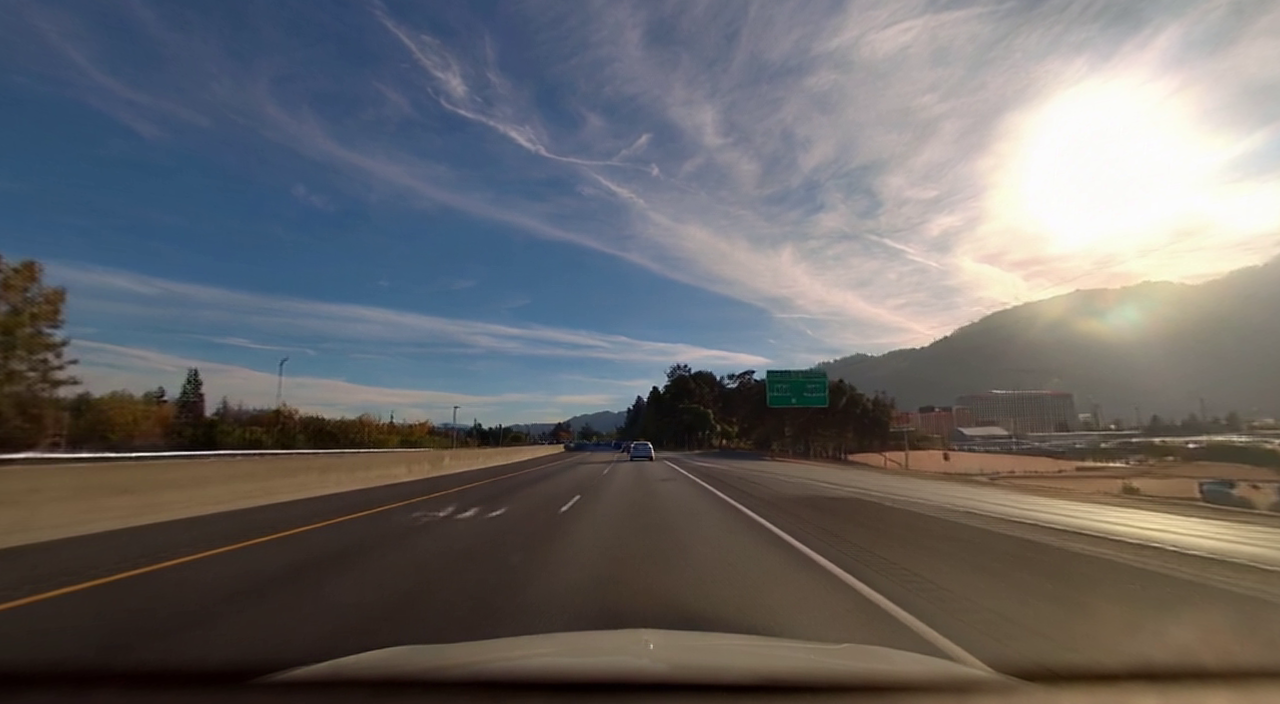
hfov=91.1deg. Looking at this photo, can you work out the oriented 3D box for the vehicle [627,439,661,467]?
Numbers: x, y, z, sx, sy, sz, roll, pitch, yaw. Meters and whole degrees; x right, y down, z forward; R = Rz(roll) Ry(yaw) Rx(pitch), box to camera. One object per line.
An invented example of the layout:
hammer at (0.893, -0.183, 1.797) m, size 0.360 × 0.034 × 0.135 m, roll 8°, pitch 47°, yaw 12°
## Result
vehicle at (0.179, 6.490, 40.594) m, size 2.029 × 1.666 × 4.064 m, roll 0°, pitch -8°, yaw -2°
